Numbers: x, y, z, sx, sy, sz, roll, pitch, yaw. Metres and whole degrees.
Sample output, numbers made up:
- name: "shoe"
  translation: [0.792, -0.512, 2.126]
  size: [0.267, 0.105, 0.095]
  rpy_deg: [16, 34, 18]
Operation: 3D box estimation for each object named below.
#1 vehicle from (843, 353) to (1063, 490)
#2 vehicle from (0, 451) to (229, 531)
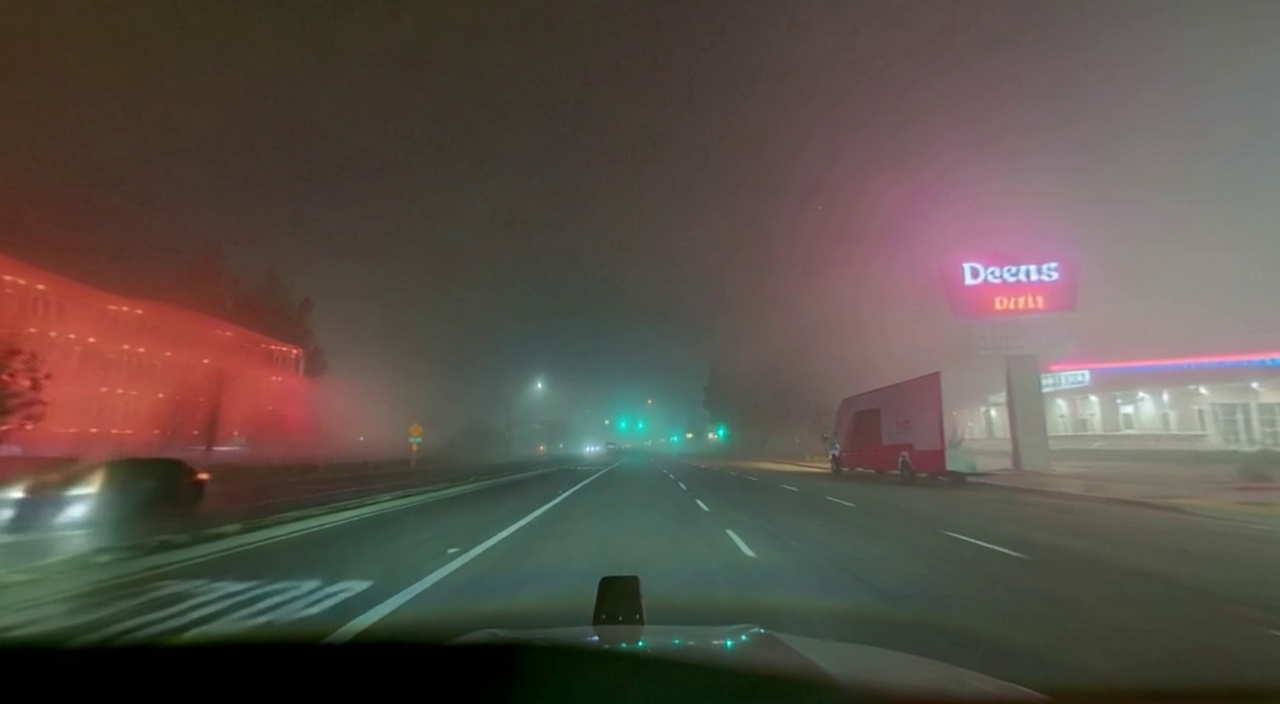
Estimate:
- name: "vehicle"
  translation: [10.099, 2.601, 22.074]
  size: [3.174, 3.794, 9.019]
  rpy_deg: [-1, -9, 1]
- name: "vehicle"
  translation: [-11.754, 2.982, 14.254]
  size: [1.901, 1.465, 4.604]
  rpy_deg: [0, -8, -1]
